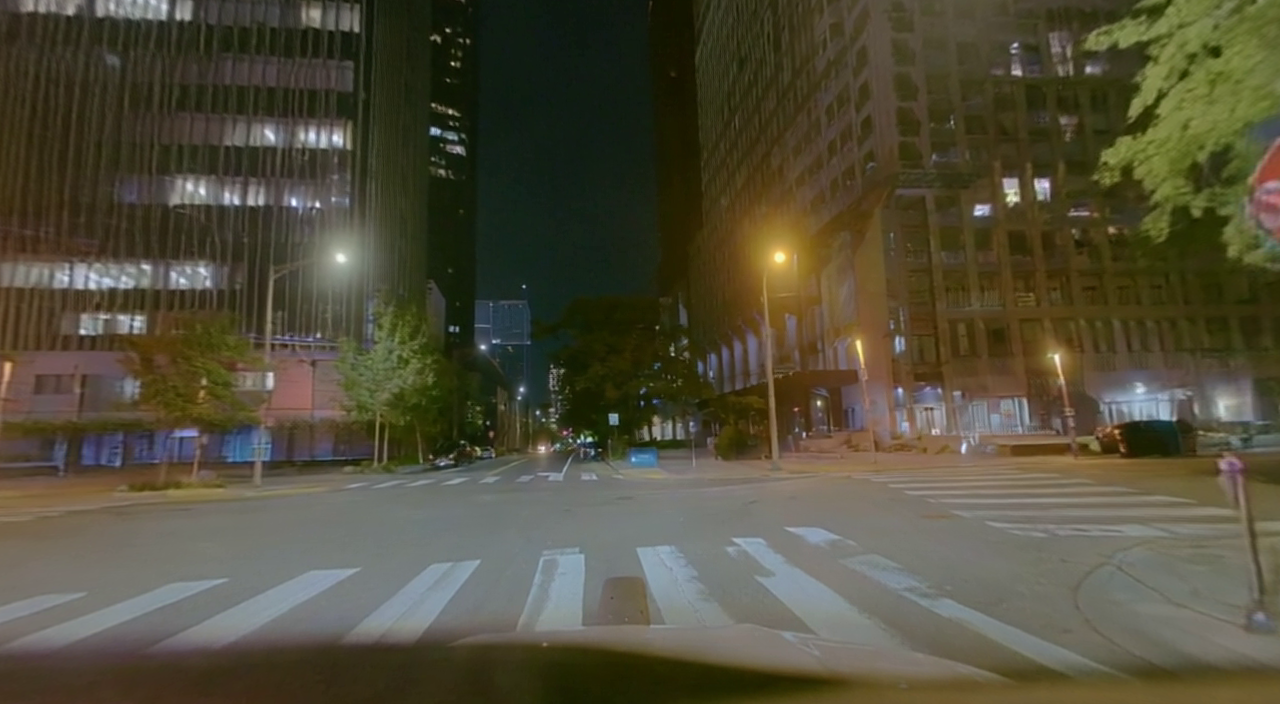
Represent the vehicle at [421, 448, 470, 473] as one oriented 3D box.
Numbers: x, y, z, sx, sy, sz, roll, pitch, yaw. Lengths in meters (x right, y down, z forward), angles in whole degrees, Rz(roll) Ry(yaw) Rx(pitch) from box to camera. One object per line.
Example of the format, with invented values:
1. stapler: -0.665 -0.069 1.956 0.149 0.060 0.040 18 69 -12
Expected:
1. vehicle: -12.242 6.834 39.930 2.033 1.491 4.298 0 -8 -5
